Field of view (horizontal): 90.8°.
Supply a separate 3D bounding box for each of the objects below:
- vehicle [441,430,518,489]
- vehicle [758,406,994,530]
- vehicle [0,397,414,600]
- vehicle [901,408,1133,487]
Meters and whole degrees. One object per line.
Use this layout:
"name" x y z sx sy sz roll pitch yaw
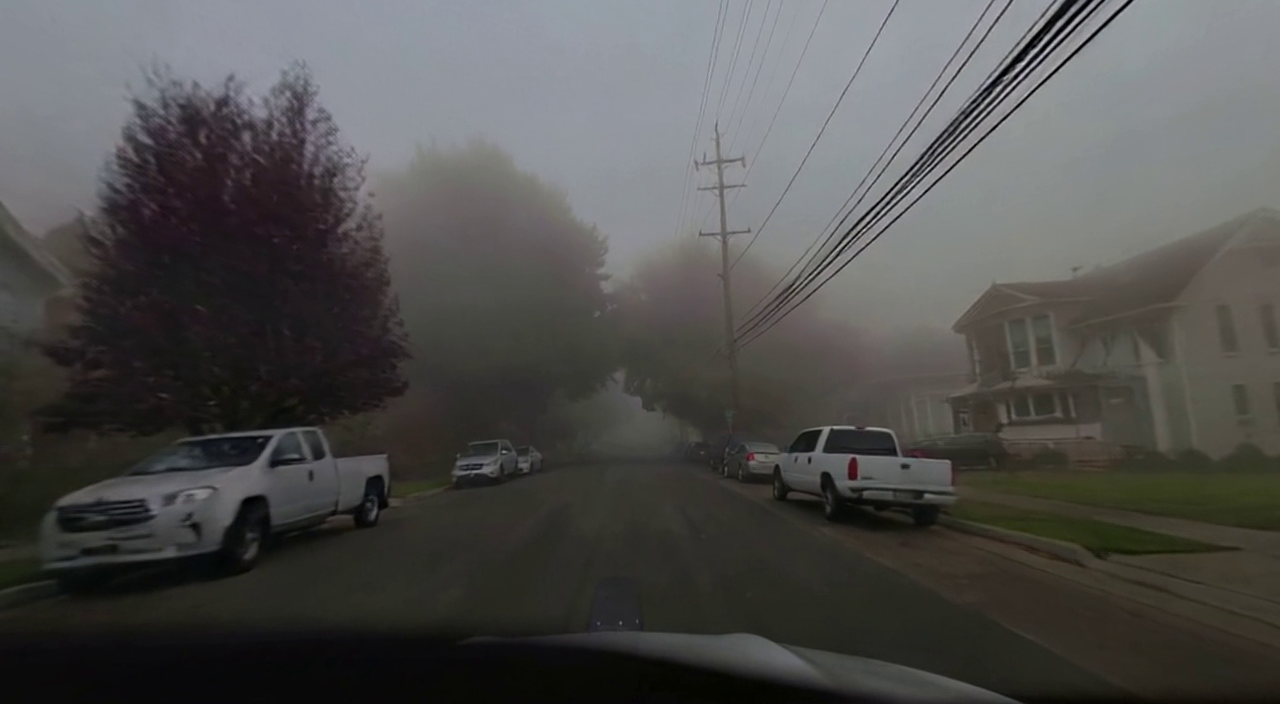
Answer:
"vehicle" -5.789 3.883 23.312 2.046 1.825 4.627 -2 -7 -6
"vehicle" 4.092 2.156 12.381 2.279 1.848 5.577 0 -8 -2
"vehicle" -5.444 1.848 9.246 2.285 1.895 5.883 -3 -8 -1
"vehicle" 10.677 2.704 18.187 5.376 1.914 1.988 -2 -7 -3
